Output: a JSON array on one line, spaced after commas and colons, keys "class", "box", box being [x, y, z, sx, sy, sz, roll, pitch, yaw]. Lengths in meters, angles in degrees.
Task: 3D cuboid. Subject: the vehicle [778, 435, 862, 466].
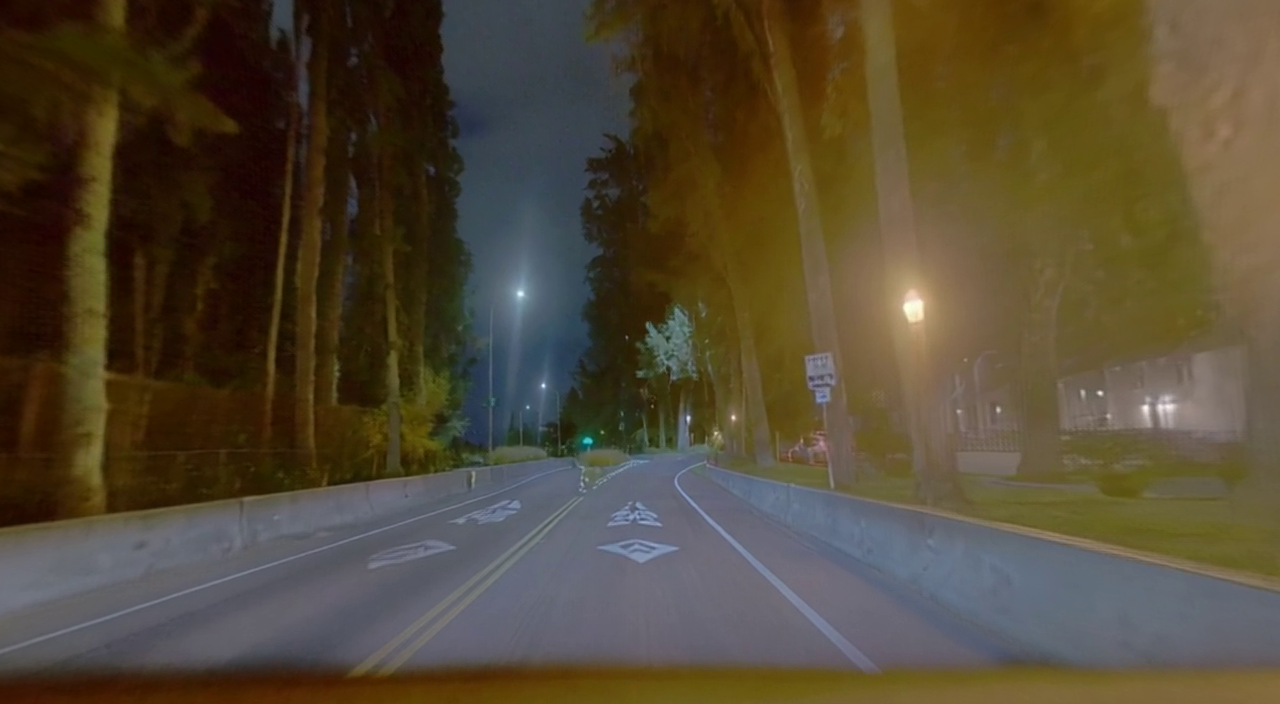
[{"class": "vehicle", "box": [10.982, 6.059, 38.789, 4.614, 1.764, 1.860, -2, -8, 6]}]
